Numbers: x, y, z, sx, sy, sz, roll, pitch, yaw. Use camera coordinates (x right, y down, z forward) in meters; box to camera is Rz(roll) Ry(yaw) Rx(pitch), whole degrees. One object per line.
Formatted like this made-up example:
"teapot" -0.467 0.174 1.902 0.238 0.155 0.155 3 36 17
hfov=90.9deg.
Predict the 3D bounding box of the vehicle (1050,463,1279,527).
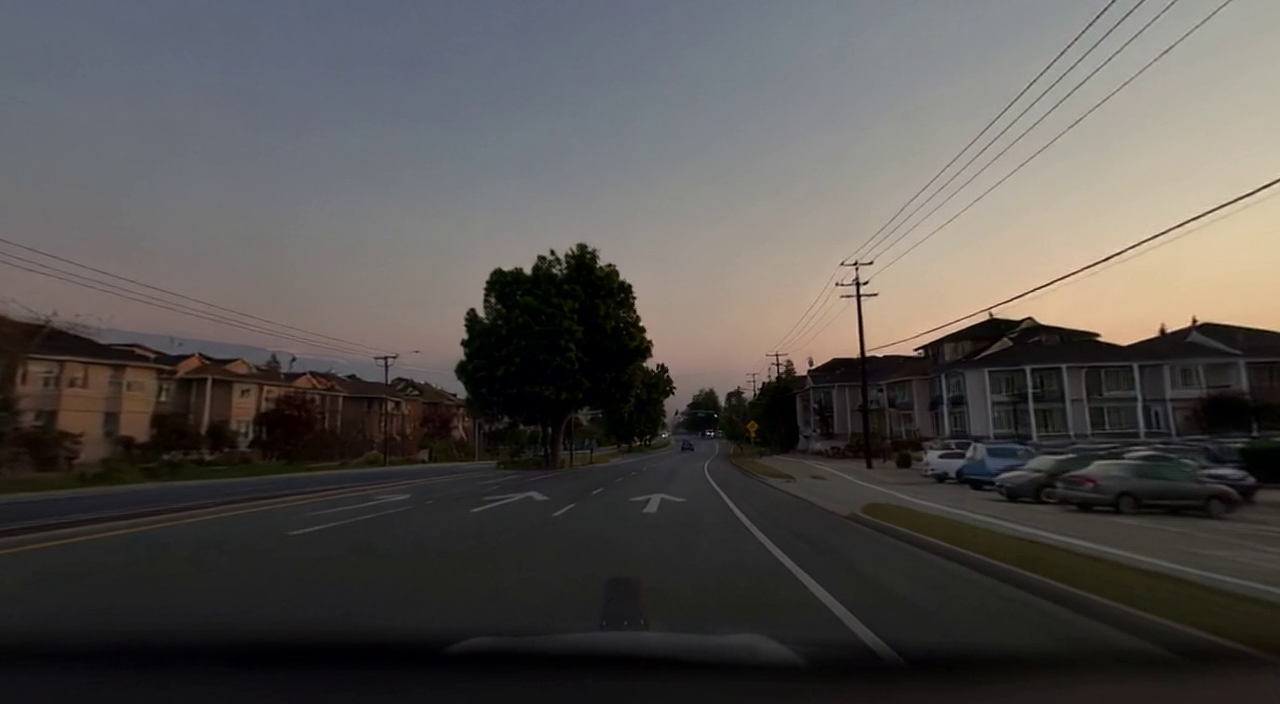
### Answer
"vehicle" 14.759 3.941 17.952 1.885 1.433 4.719 7 -11 -40

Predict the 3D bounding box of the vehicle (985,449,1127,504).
"vehicle" 14.721 4.318 22.297 4.405 1.694 2.227 4 -10 -28

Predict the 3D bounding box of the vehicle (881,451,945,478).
"vehicle" 17.440 7.195 40.486 1.832 1.413 4.505 -6 -8 -3
